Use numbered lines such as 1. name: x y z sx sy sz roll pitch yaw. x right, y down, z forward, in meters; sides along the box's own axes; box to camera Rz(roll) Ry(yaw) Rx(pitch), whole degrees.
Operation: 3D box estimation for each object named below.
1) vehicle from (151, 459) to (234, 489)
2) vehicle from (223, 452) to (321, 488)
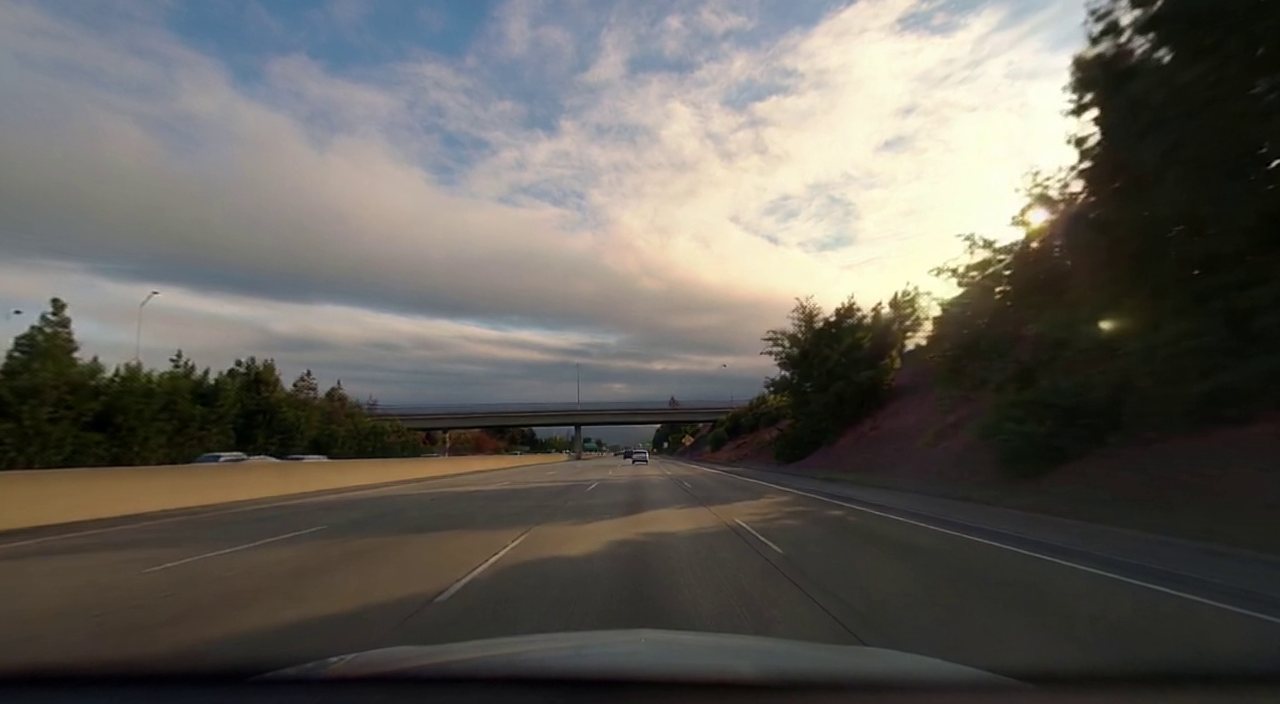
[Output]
1. vehicle: -23.906 6.514 33.834 1.822 1.424 3.572 0 -9 0
2. vehicle: -15.821 5.073 27.353 1.801 1.433 4.040 0 -9 0
